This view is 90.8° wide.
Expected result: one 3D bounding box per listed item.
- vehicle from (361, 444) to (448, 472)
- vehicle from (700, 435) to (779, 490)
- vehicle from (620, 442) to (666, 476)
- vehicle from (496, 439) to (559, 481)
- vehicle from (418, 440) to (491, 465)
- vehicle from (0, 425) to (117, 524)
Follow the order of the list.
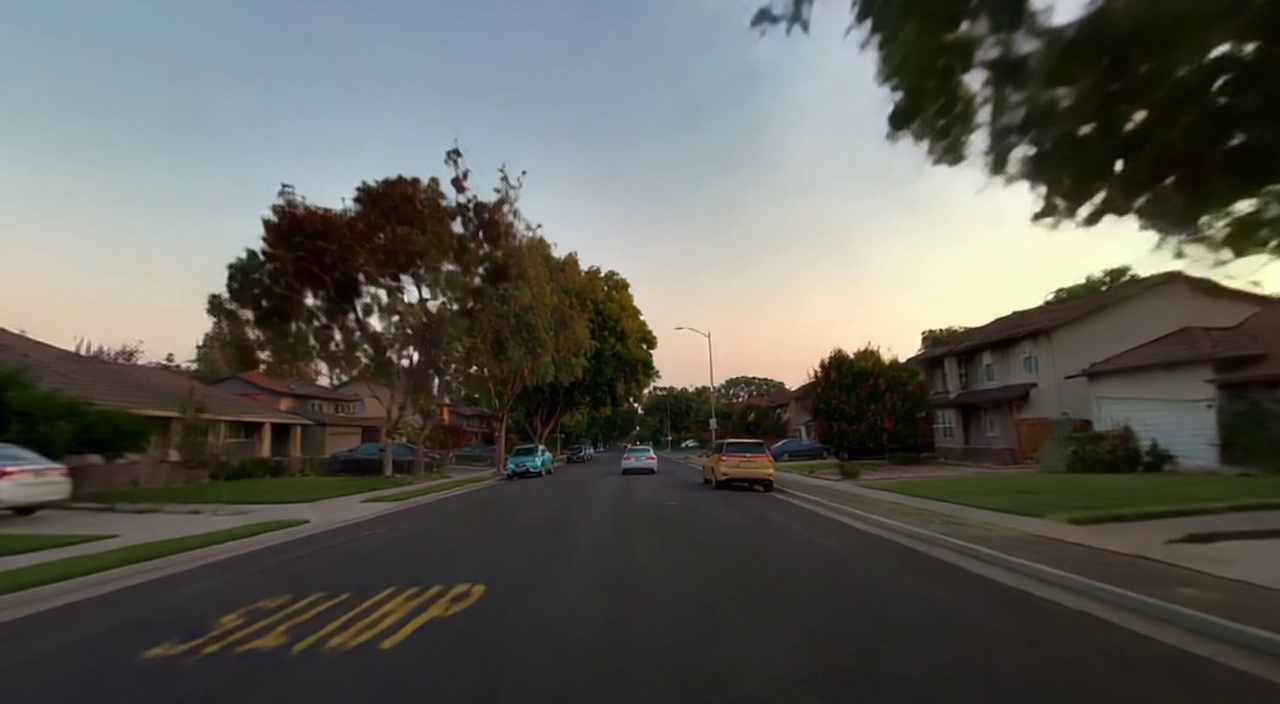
[{"bbox_3d":[-13.252,5.953,35.724,4.129,1.523,1.839,0,-9,1],"label":"vehicle"},{"bbox_3d":[3.253,3.712,21.531,1.978,1.690,4.306,0,-9,0],"label":"vehicle"},{"bbox_3d":[0.140,4.942,29.327,2.000,1.449,4.006,0,-9,0],"label":"vehicle"},{"bbox_3d":[-5.480,5.280,31.296,2.126,1.816,4.796,-3,-8,1],"label":"vehicle"},{"bbox_3d":[-13.486,7.319,46.137,4.765,1.791,1.941,0,-9,-1],"label":"vehicle"},{"bbox_3d":[-13.387,2.361,12.448,4.253,1.772,1.980,0,-9,-3],"label":"vehicle"}]
